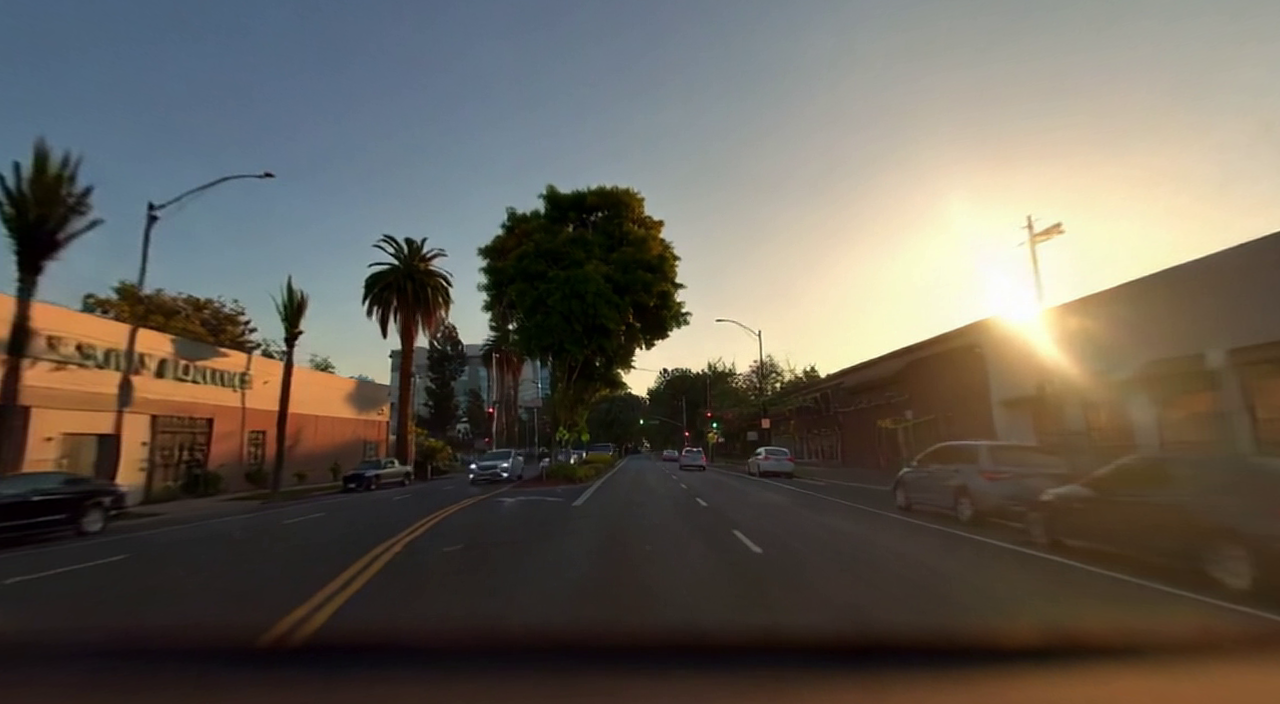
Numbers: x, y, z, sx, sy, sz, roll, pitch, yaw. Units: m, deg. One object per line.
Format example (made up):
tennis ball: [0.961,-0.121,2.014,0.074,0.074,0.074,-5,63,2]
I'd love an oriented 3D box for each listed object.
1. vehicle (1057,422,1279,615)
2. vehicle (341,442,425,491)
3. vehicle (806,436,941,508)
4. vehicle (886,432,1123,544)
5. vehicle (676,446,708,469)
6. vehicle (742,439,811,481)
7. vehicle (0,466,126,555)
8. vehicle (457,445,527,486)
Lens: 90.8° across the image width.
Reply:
vehicle: [6.605,1.579,6.300,1.861,1.695,4.283,0,-8,-1]
vehicle: [-12.479,5.712,31.070,2.217,1.976,4.738,-1,-15,-2]
vehicle: [6.492,3.352,18.253,1.966,1.790,4.646,0,-8,-2]
vehicle: [6.608,2.465,12.213,1.846,1.739,4.525,0,-8,0]
vehicle: [3.487,7.112,42.846,1.896,1.501,3.625,0,-8,1]
vehicle: [6.606,5.266,31.254,2.128,1.887,5.602,0,-8,0]
vehicle: [-12.592,3.024,12.081,1.838,1.515,4.432,0,-8,-1]
vehicle: [-6.033,4.651,26.208,2.010,1.538,3.871,0,-8,-1]
